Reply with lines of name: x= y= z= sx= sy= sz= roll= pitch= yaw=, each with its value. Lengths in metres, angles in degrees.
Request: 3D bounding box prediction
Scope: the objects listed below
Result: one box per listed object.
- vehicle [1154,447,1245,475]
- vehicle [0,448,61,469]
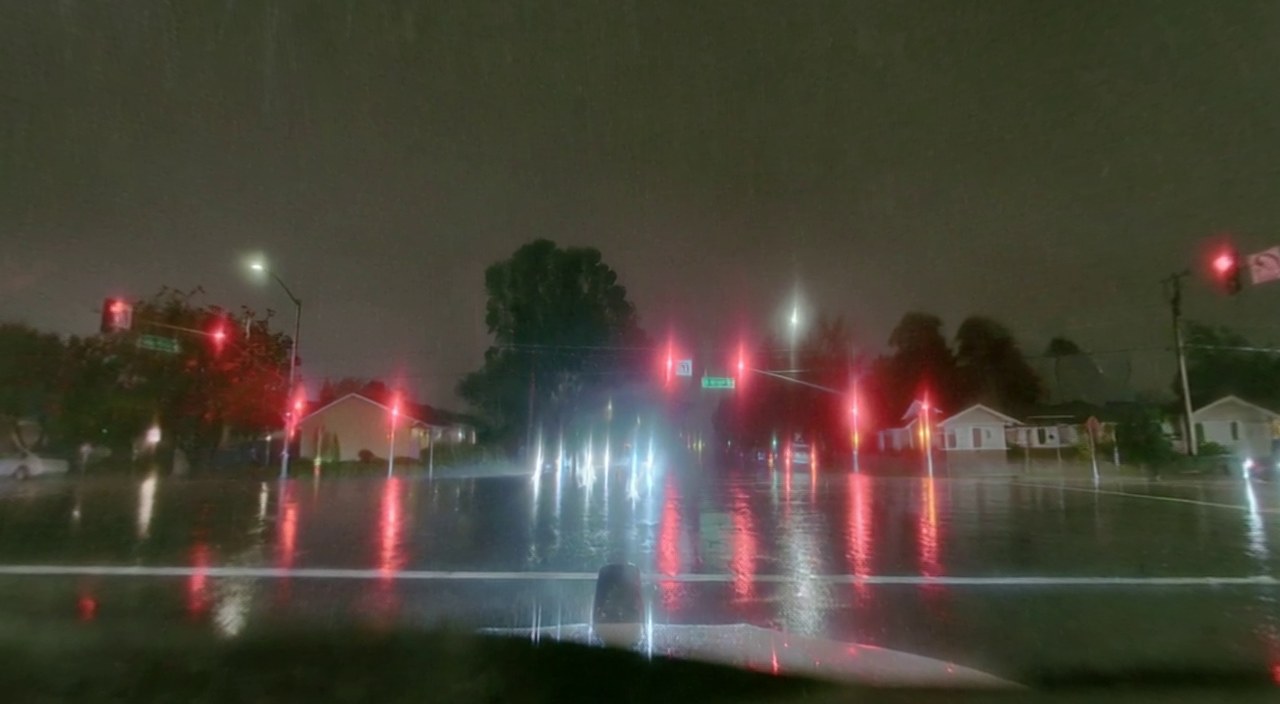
vehicle: x=36.775 y=7.157 z=41.707 sx=1.853 sy=1.723 sz=4.460 roll=0 pitch=-9 yaw=0
vehicle: x=-44.294 y=7.615 z=45.193 sx=3.949 sy=1.422 sz=1.744 roll=0 pitch=-9 yaw=1
